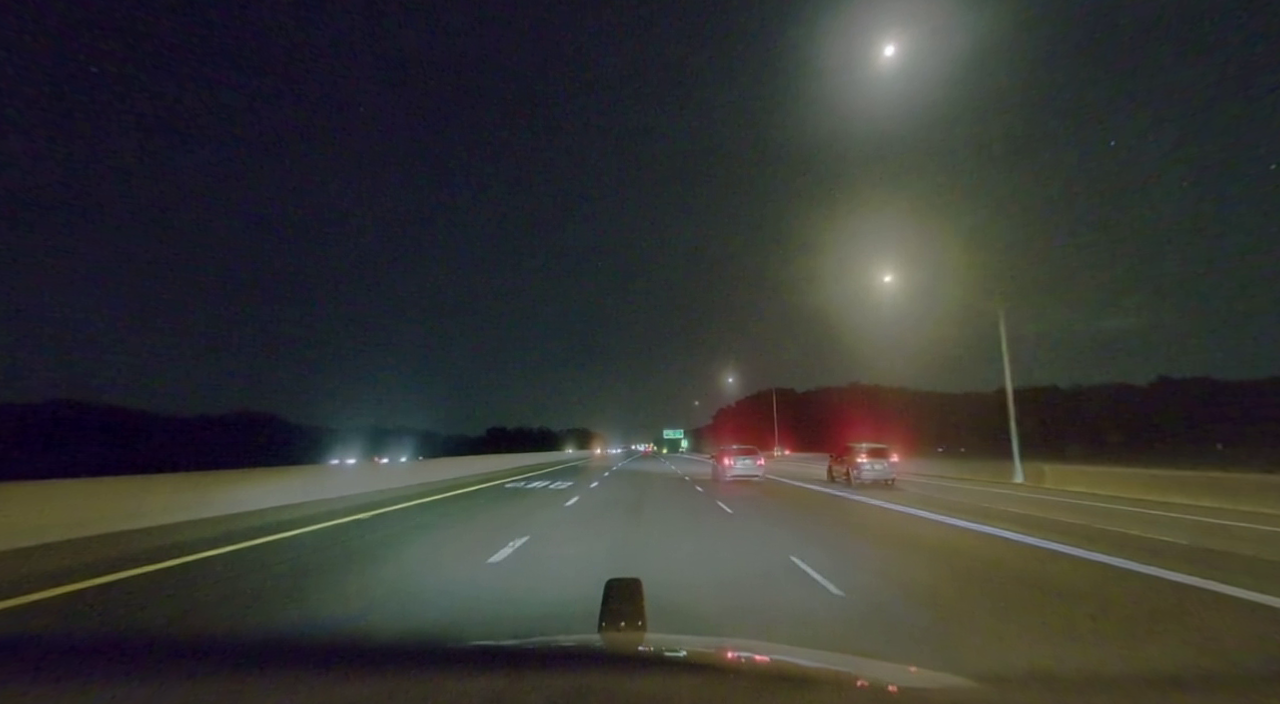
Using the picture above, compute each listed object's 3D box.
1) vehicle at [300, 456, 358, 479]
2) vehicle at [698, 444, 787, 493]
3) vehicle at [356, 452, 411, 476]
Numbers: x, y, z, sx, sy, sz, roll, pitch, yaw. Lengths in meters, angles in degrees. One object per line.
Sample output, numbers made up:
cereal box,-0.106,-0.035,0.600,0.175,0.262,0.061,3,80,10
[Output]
vehicle,-21.263,7.883,43.271,1.764,1.380,4.225,0,-8,0
vehicle,3.354,3.906,21.641,2.193,1.462,4.533,0,-8,-1
vehicle,-17.586,7.665,43.443,1.910,1.465,4.442,0,-8,1
